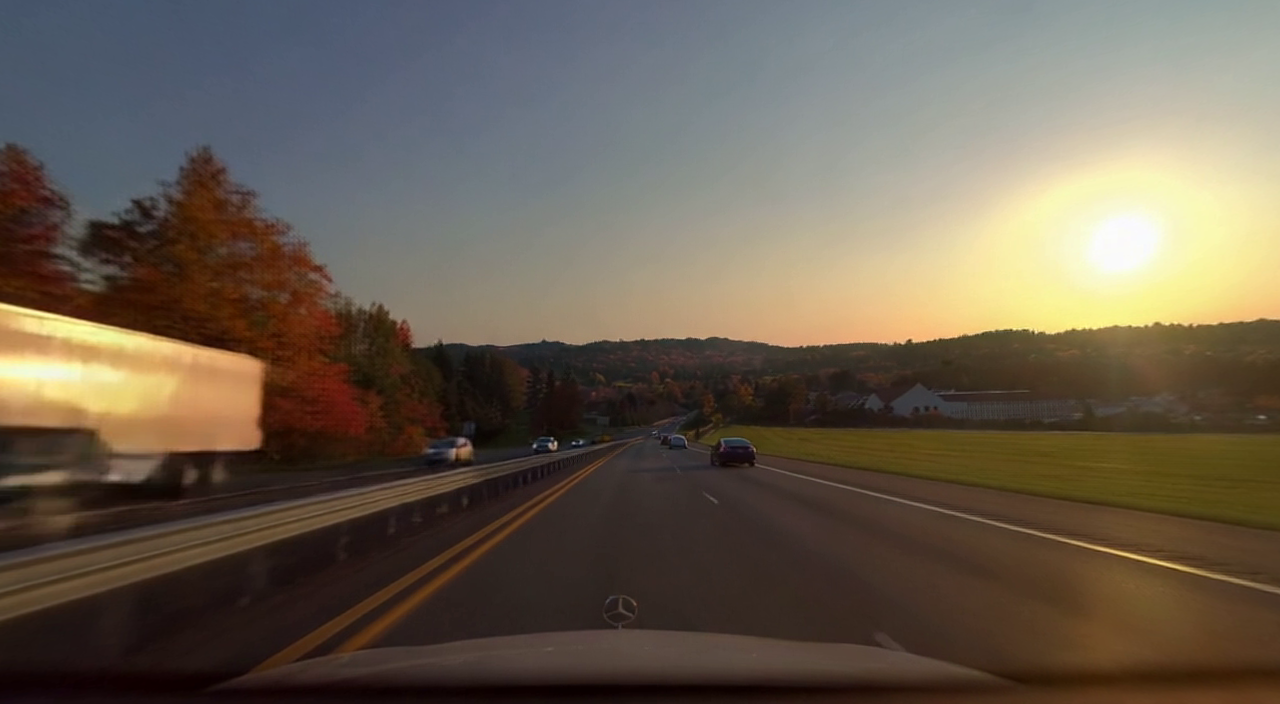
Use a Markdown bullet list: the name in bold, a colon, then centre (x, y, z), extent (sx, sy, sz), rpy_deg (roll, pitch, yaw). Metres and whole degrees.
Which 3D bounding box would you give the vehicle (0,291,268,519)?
- **vehicle**: centre (-12.981, 1.103, 12.344), extent (2.930, 4.068, 13.664), rpy_deg (0, -8, 0)

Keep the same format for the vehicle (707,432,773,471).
- **vehicle**: centre (4.185, 4.234, 26.970), extent (2.024, 1.516, 4.197), rpy_deg (0, -8, -1)
